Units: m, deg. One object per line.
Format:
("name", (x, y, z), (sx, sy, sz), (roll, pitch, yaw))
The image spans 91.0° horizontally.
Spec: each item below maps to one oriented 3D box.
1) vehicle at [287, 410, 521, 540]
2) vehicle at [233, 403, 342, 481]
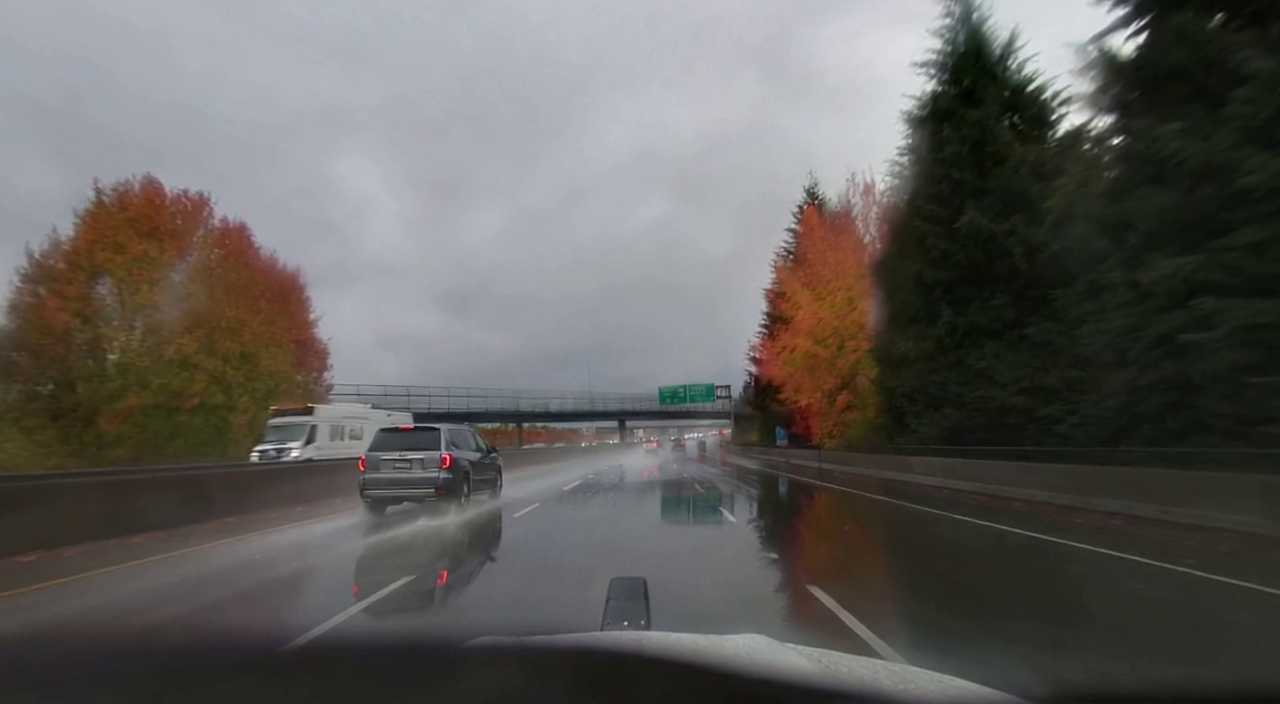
("vehicle", (-3.575, 1.966, 10.672), (2.177, 1.707, 4.432), (0, -8, 1))
("vehicle", (-19.602, 5.046, 35.336), (2.975, 4.053, 4.879), (0, -8, 2))
